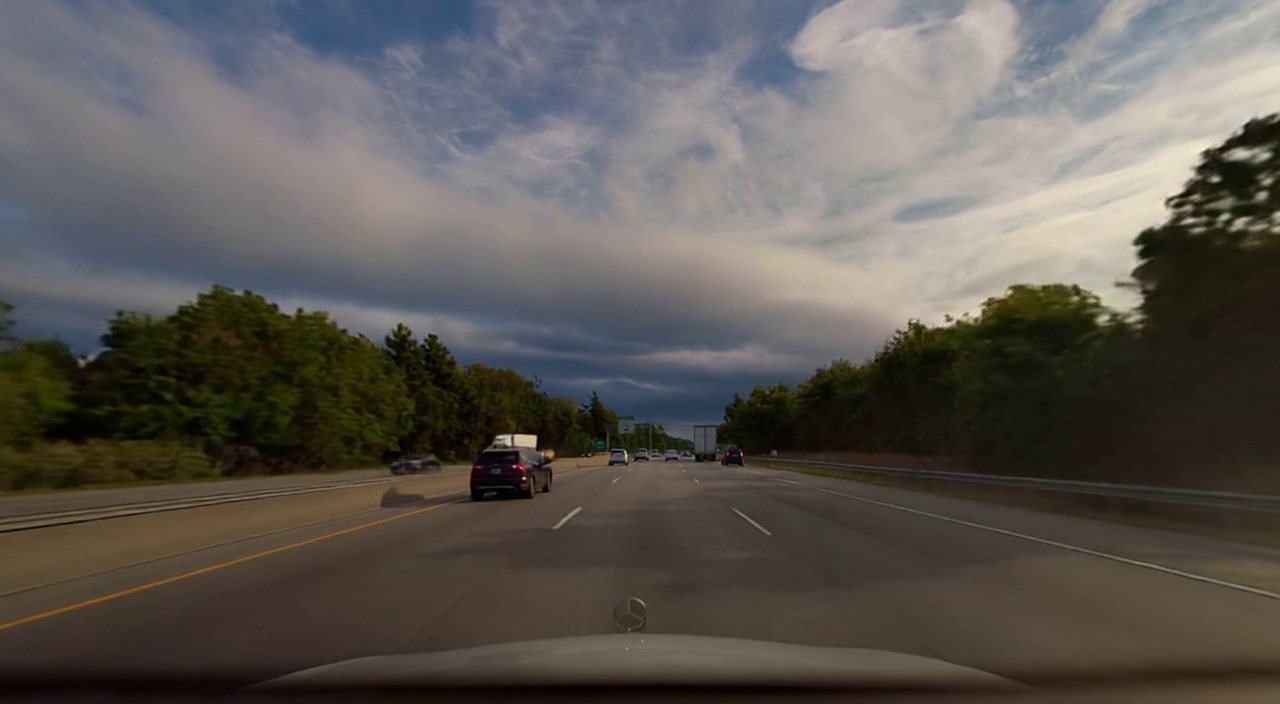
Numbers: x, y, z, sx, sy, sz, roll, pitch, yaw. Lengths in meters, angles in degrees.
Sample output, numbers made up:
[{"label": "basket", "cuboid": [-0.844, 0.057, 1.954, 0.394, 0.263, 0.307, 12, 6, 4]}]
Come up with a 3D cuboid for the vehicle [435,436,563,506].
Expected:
[{"label": "vehicle", "cuboid": [-3.422, 3.011, 16.386, 2.085, 1.530, 4.809, 0, -9, 2]}]

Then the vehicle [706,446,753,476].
[{"label": "vehicle", "cuboid": [5.060, 6.220, 36.136, 2.176, 1.598, 3.878, 0, -9, 1]}]
